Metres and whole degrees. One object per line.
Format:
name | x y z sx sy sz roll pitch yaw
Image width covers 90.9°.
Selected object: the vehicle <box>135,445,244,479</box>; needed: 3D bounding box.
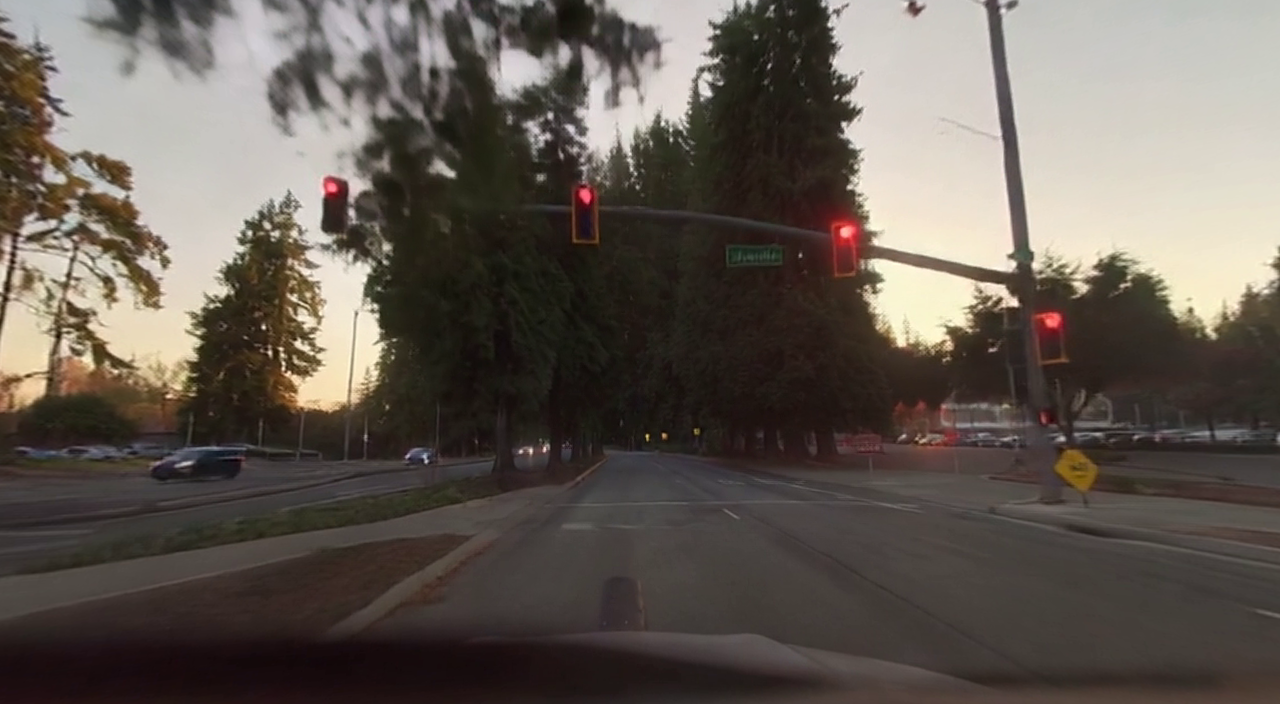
vehicle | -22.121 5.402 31.225 1.885 1.479 4.675 -1 -8 1
